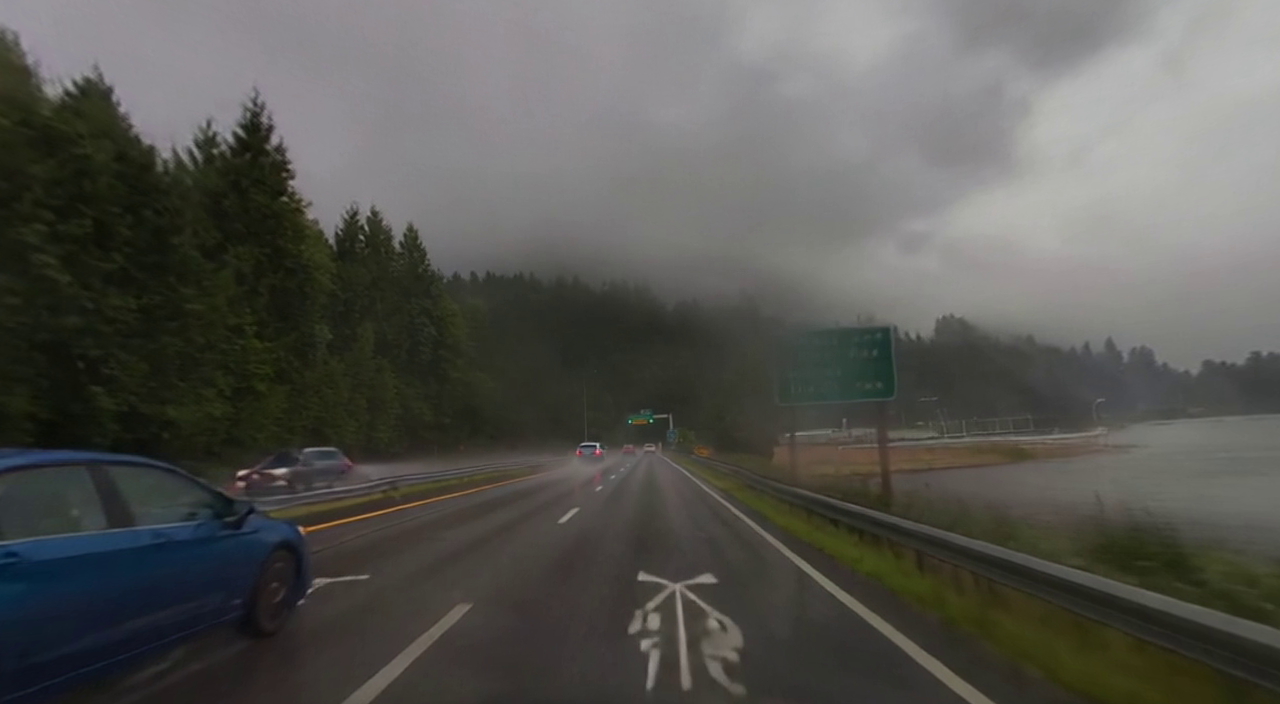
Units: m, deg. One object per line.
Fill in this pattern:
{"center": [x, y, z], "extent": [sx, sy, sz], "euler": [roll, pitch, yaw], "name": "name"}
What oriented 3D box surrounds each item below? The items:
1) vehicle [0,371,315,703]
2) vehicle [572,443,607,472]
{"center": [-3.240, 0.920, 2.621], "extent": [1.846, 1.566, 3.525], "euler": [0, -9, 0], "name": "vehicle"}
{"center": [-2.855, 6.038, 36.246], "extent": [1.675, 1.537, 3.574], "euler": [0, -9, 1], "name": "vehicle"}
